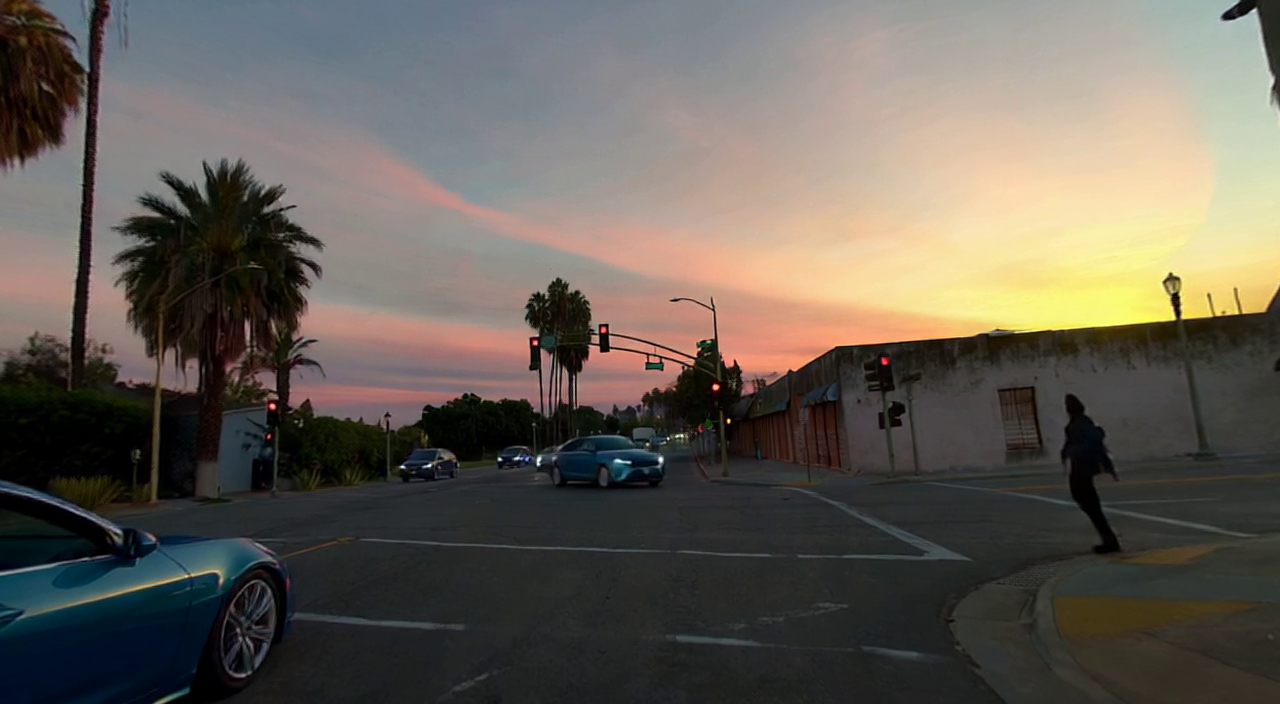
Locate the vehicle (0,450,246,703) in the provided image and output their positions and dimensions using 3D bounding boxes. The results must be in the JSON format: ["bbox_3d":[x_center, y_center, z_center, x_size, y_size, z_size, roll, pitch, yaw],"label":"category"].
[{"bbox_3d":[-3.707,1.027,2.242,1.850,1.325,4.295,0,-9,0],"label":"vehicle"}]

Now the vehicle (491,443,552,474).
[{"bbox_3d":[-7.546,6.859,40.940,2.050,1.792,5.507,-2,-9,10],"label":"vehicle"}]

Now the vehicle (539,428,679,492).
[{"bbox_3d":[-1.105,3.309,19.694,2.092,1.709,4.775,6,-11,-35],"label":"vehicle"}]

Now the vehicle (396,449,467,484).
[{"bbox_3d":[-12.018,6.591,36.692,1.870,1.705,4.426,-7,-10,11],"label":"vehicle"}]
